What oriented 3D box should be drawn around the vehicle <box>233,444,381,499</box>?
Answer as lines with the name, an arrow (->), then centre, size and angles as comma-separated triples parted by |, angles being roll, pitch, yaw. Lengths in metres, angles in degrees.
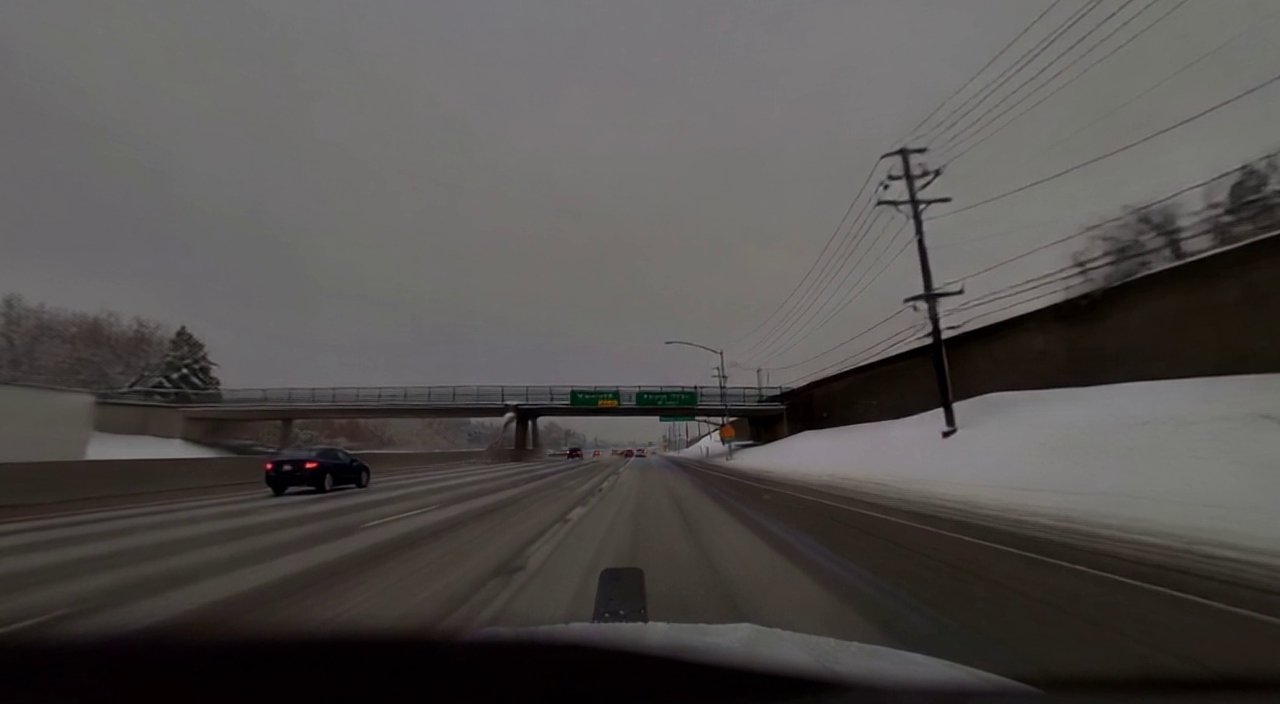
vehicle -> -10.128, 3.624, 19.667 | 2.056, 1.476, 4.562 | 0, -8, 1
